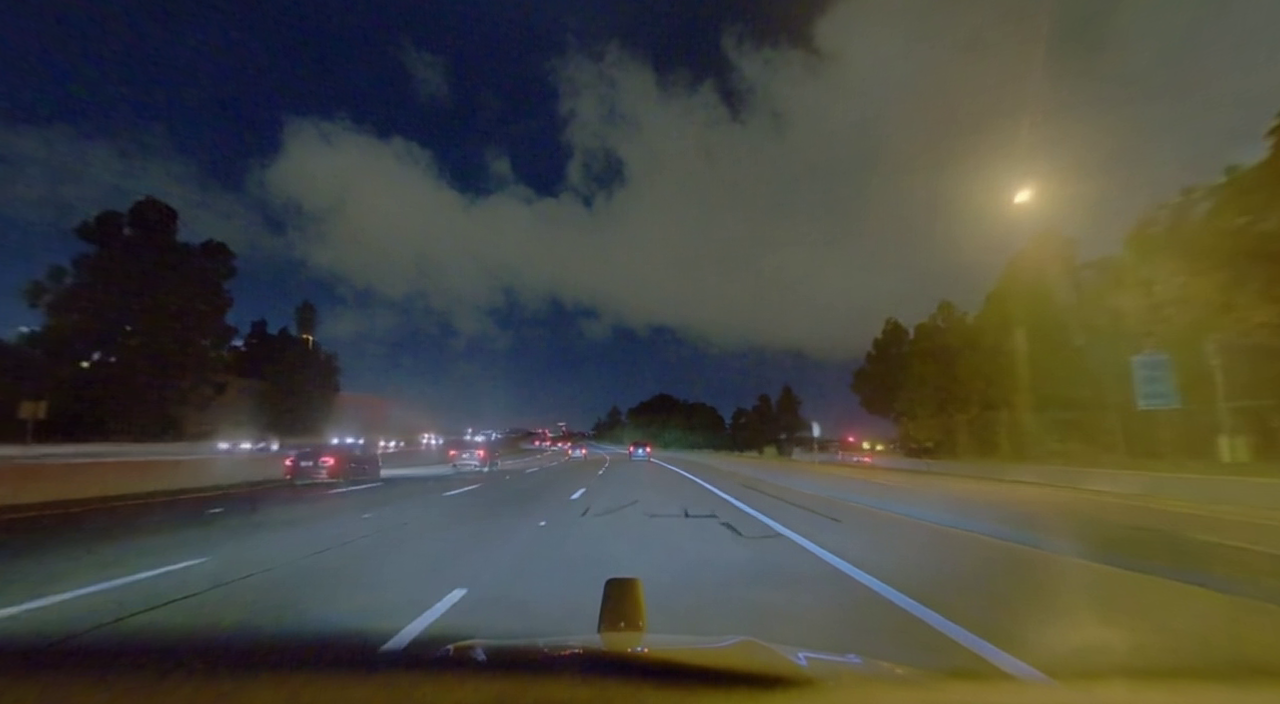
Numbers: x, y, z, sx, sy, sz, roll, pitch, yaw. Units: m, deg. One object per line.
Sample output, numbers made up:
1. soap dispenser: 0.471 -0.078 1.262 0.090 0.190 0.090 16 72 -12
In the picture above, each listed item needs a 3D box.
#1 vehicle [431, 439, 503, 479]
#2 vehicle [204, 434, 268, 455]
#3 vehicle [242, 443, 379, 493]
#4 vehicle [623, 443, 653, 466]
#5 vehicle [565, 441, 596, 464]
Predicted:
1. vehicle: -7.548 4.687 27.917 2.086 1.628 4.039 0 -8 -1
2. vehicle: -30.121 6.929 47.162 1.829 1.494 4.527 0 -8 -1
3. vehicle: -10.902 3.835 21.392 1.935 1.474 5.033 0 -8 0
4. vehicle: -0.157 6.682 41.250 1.881 1.460 3.694 0 -8 -2
5. vehicle: -4.407 7.543 47.422 1.991 1.610 4.606 0 -8 -1
